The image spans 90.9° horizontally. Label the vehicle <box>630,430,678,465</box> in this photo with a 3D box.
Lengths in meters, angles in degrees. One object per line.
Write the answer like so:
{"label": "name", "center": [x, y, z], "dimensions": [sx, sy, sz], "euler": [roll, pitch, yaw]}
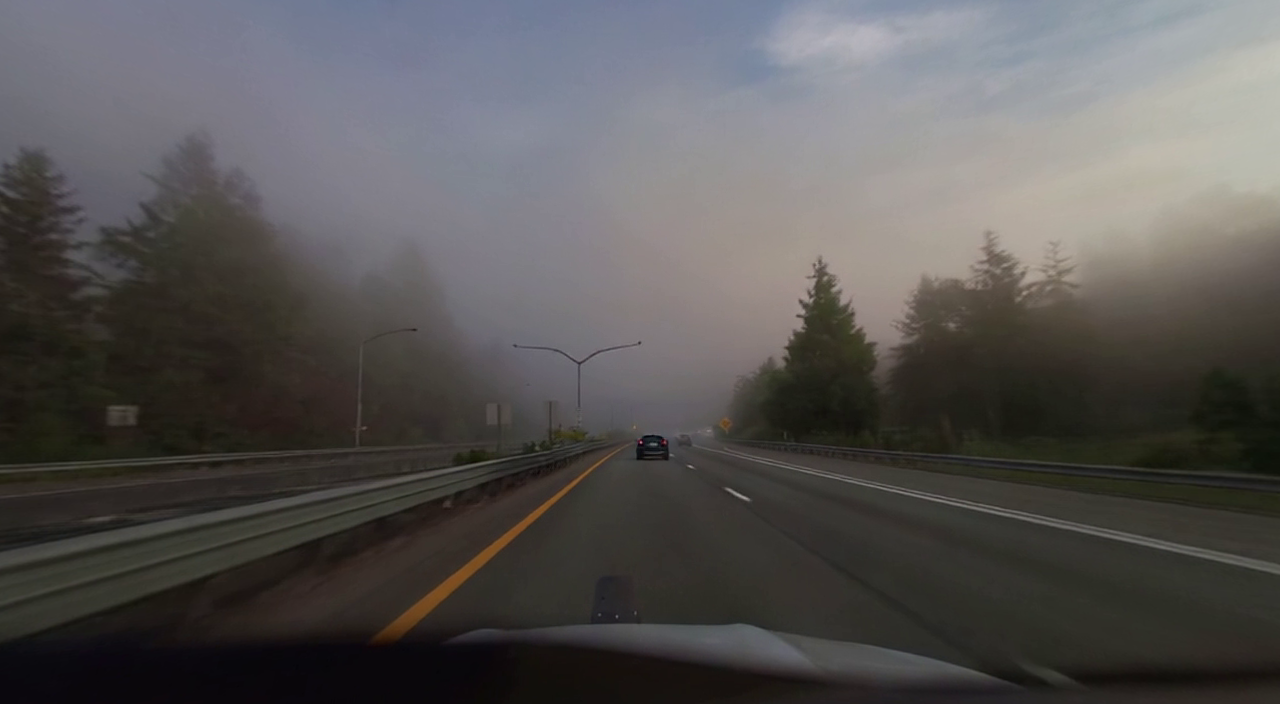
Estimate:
{"label": "vehicle", "center": [0.581, 4.463, 29.537], "dimensions": [2.046, 1.526, 3.903], "euler": [0, -8, -1]}
